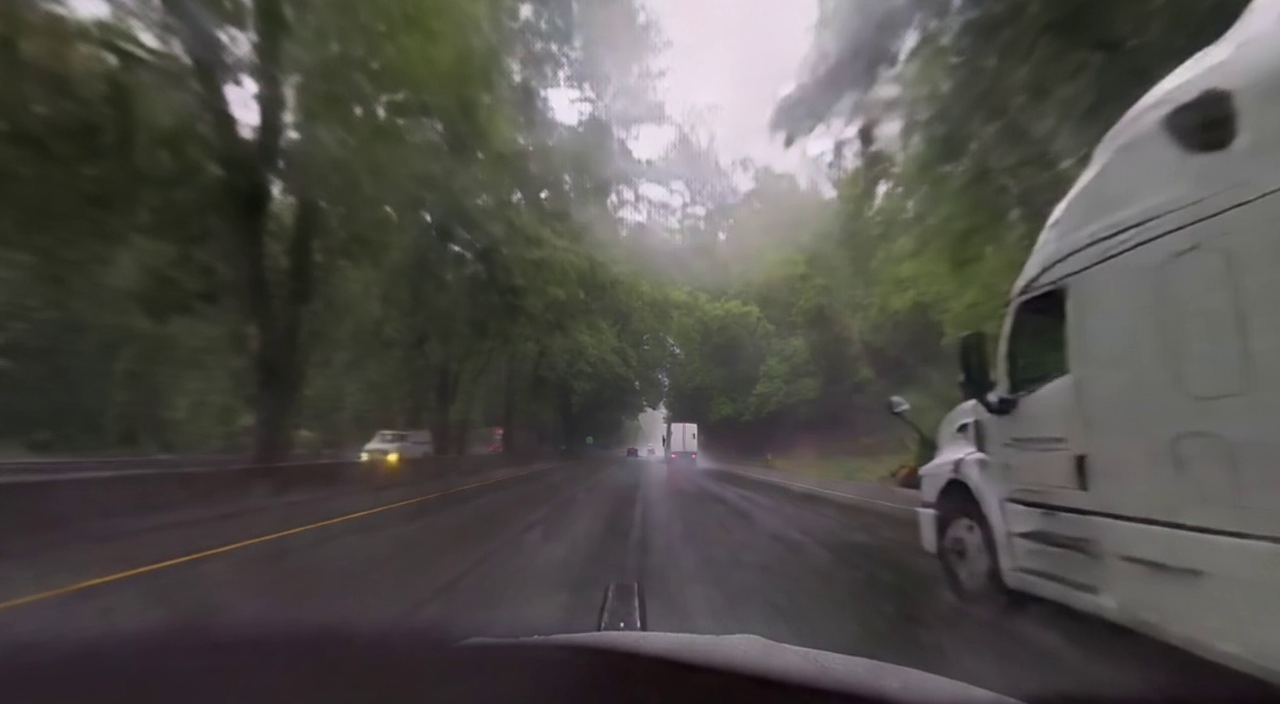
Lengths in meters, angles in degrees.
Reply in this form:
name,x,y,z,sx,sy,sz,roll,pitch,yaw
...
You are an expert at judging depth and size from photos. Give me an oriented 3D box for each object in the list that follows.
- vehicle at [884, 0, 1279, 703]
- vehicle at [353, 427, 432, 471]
name,x,y,z,sx,sy,sz,roll,pitch,yaw
vehicle,4.007,-0.109,3.158,3.034,3.898,5.902,0,-9,0
vehicle,-15.649,6.231,40.343,2.421,2.540,6.190,0,-9,1
